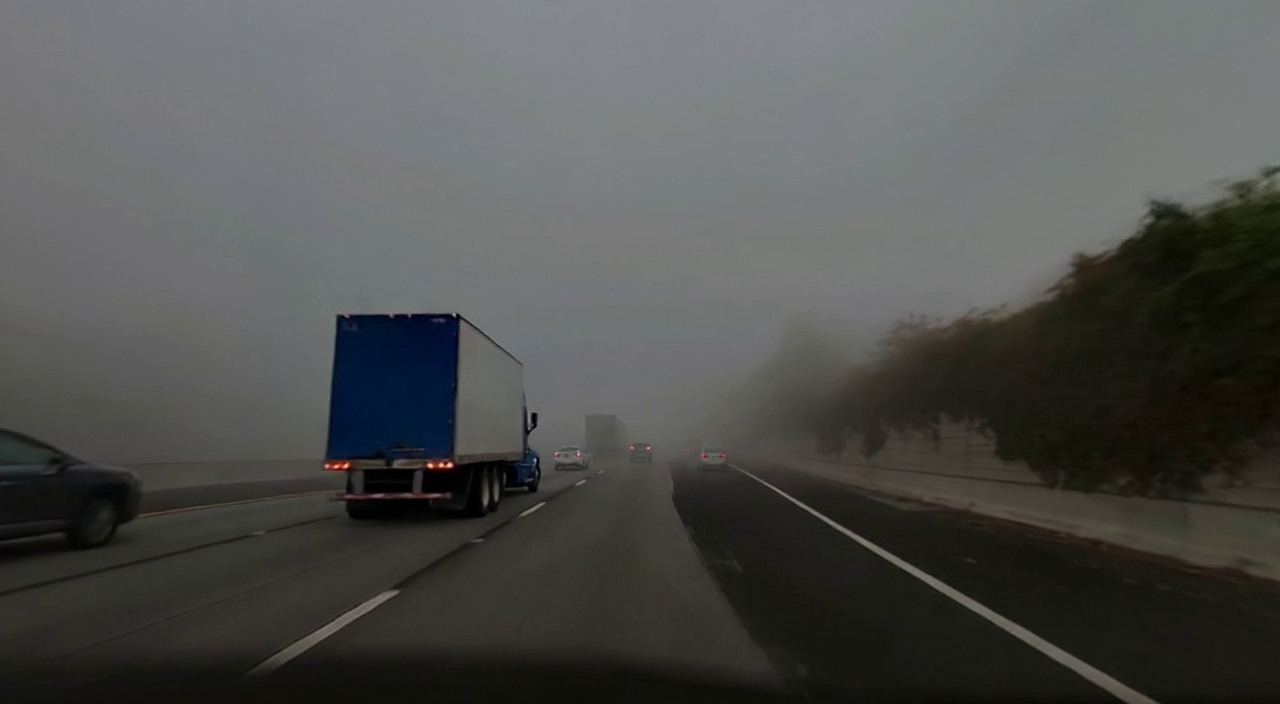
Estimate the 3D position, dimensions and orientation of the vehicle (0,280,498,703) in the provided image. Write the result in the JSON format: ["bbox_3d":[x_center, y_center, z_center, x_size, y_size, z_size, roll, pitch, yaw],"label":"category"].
[{"bbox_3d":[-3.980,0.843,3.242,3.050,1.964,15.030,0,-9,0],"label":"vehicle"}]

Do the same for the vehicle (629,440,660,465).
[{"bbox_3d":[0.322,7.886,49.842,2.325,1.864,4.128,0,-8,0],"label":"vehicle"}]

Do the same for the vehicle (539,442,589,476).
[{"bbox_3d":[-3.740,5.375,31.933,1.866,1.568,4.603,0,-8,1],"label":"vehicle"}]

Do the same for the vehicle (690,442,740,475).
[{"bbox_3d":[3.641,5.249,31.333,2.176,1.493,3.955,-1,-8,3],"label":"vehicle"}]
